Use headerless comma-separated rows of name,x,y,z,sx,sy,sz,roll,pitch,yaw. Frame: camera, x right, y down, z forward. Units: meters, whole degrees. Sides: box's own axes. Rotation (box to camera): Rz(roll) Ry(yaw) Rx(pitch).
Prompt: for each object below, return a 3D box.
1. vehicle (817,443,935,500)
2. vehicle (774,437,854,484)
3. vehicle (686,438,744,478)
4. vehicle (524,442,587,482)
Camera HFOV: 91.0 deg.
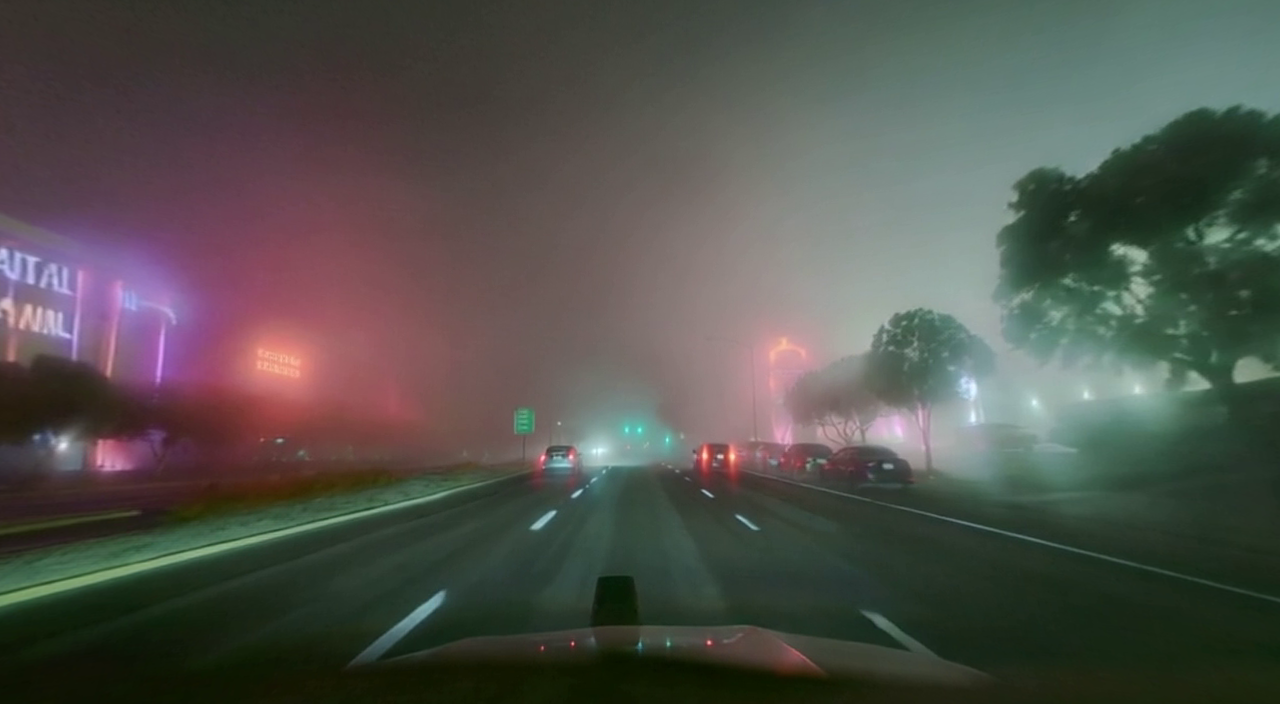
vehicle,6.918,3.515,19.054,1.876,1.478,4.670,0,-8,1
vehicle,6.997,4.385,25.792,2.039,1.749,4.193,0,-8,-1
vehicle,3.483,4.987,29.998,2.083,1.743,4.354,0,-8,-2
vehicle,-3.374,4.492,25.982,2.005,1.477,4.169,0,-8,0
